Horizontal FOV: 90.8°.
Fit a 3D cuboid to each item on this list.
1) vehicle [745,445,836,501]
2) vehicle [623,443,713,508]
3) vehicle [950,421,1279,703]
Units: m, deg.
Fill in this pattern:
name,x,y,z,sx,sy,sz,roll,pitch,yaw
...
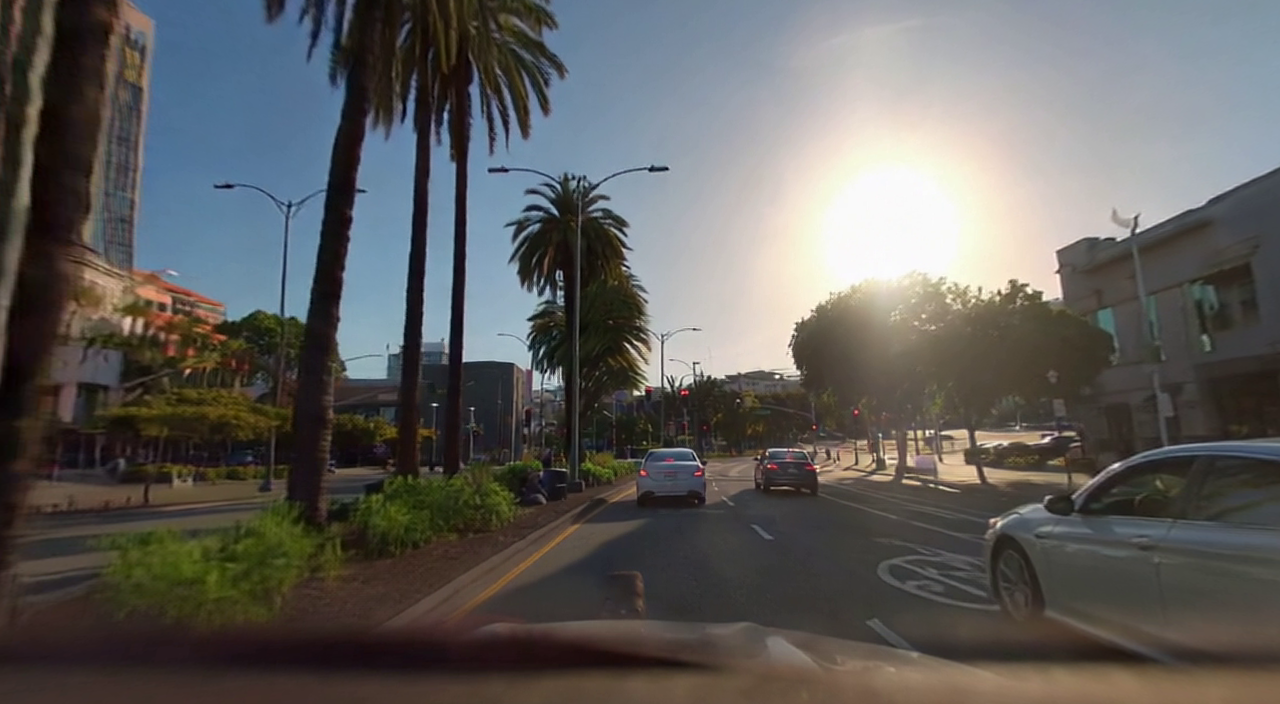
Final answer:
name,x,y,z,sx,sy,sz,roll,pitch,yaw
vehicle,4.393,3.580,19.181,1.920,1.490,4.417,-1,-9,4
vehicle,0.785,3.177,16.674,2.078,1.503,3.681,-1,-9,4
vehicle,3.857,1.186,3.747,1.913,1.469,4.425,-1,-9,2
